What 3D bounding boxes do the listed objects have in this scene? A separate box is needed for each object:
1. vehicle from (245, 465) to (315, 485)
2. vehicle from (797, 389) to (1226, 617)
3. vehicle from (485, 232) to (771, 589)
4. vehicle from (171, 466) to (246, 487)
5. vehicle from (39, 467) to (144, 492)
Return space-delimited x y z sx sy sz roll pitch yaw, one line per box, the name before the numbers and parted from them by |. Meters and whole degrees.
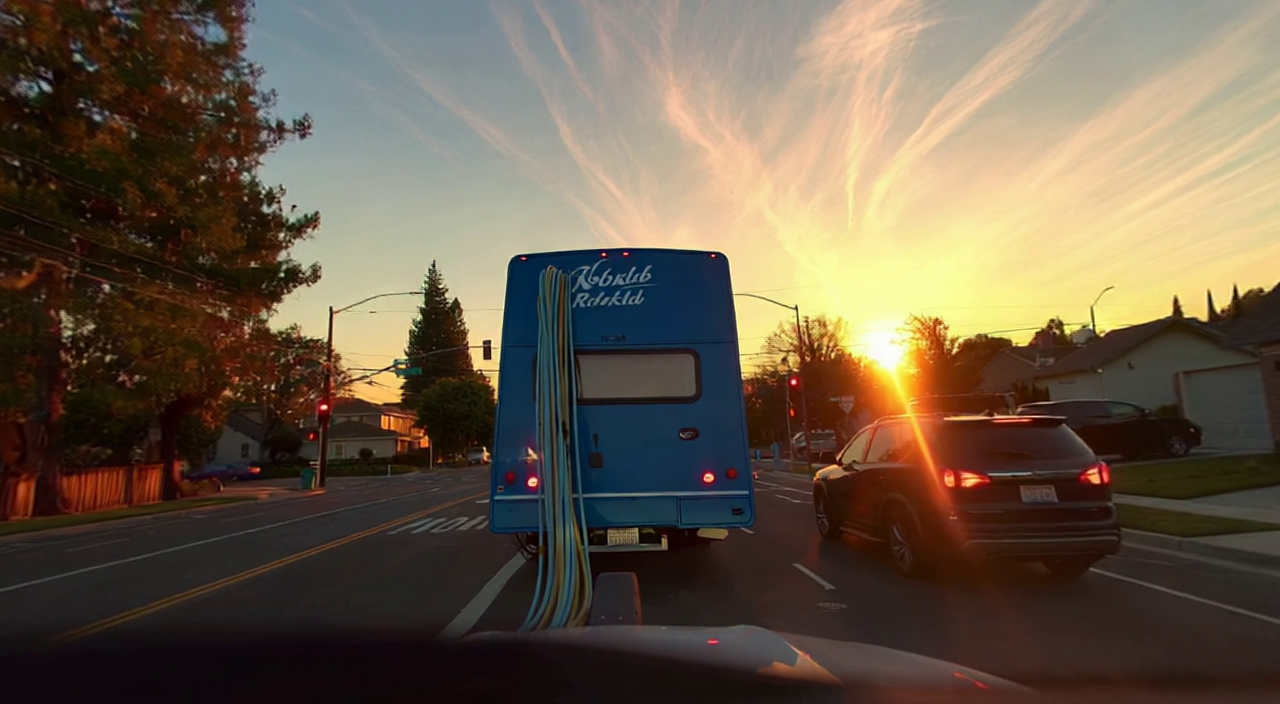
vehicle | -27.402 9.359 48.147 4.187 1.445 1.809 0 -9 0
vehicle | 3.414 1.489 7.135 2.104 1.735 4.408 0 -9 0
vehicle | -0.110 1.113 10.313 2.709 3.511 8.213 0 -9 0
vehicle | -32.705 9.408 47.959 4.311 1.458 1.707 0 -9 -3
vehicle | -35.952 8.337 41.482 4.954 1.506 2.014 0 -9 -1
